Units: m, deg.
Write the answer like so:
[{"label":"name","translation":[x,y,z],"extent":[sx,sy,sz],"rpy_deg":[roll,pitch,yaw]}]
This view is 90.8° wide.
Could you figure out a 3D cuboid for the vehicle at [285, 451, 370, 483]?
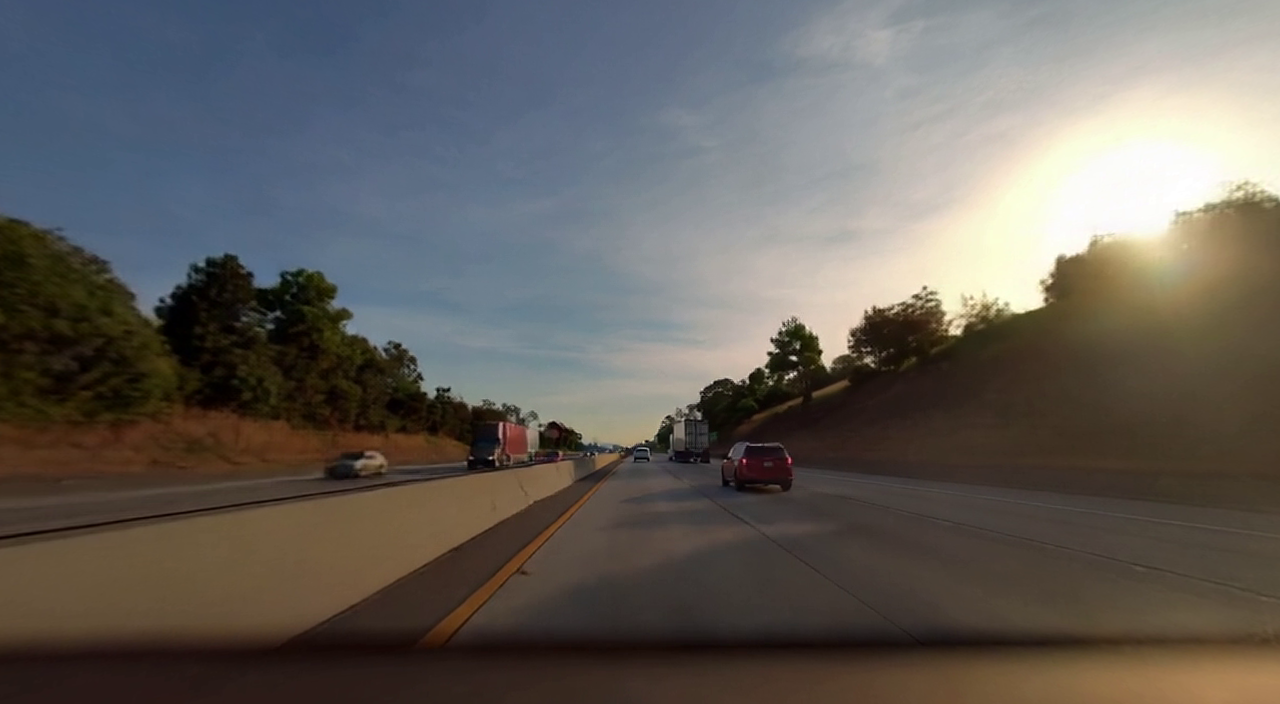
[{"label":"vehicle","translation":[-15.019,5.520,30.620],"extent":[1.889,1.422,4.506],"rpy_deg":[0,-9,-1]}]

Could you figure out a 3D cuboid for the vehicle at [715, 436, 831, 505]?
[{"label":"vehicle","translation":[3.529,3.239,17.705],"extent":[2.130,1.658,4.537],"rpy_deg":[0,-9,-2]}]
